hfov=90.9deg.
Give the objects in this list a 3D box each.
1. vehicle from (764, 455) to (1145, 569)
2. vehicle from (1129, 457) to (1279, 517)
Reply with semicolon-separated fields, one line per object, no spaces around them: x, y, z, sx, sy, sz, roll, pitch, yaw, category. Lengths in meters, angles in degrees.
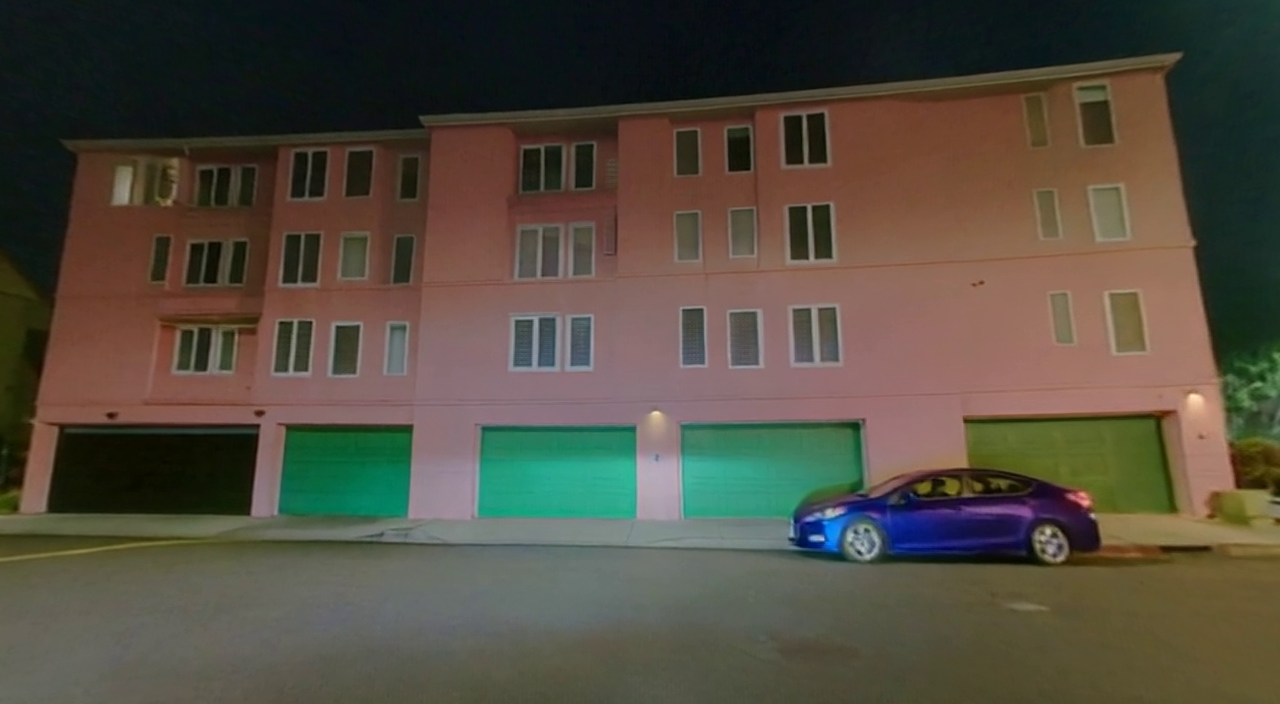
4.306;2.280;9.448;4.697;1.444;1.825;-1;-9;8;vehicle
19.087;4.326;20.440;4.438;1.776;2.182;-2;-9;9;vehicle
